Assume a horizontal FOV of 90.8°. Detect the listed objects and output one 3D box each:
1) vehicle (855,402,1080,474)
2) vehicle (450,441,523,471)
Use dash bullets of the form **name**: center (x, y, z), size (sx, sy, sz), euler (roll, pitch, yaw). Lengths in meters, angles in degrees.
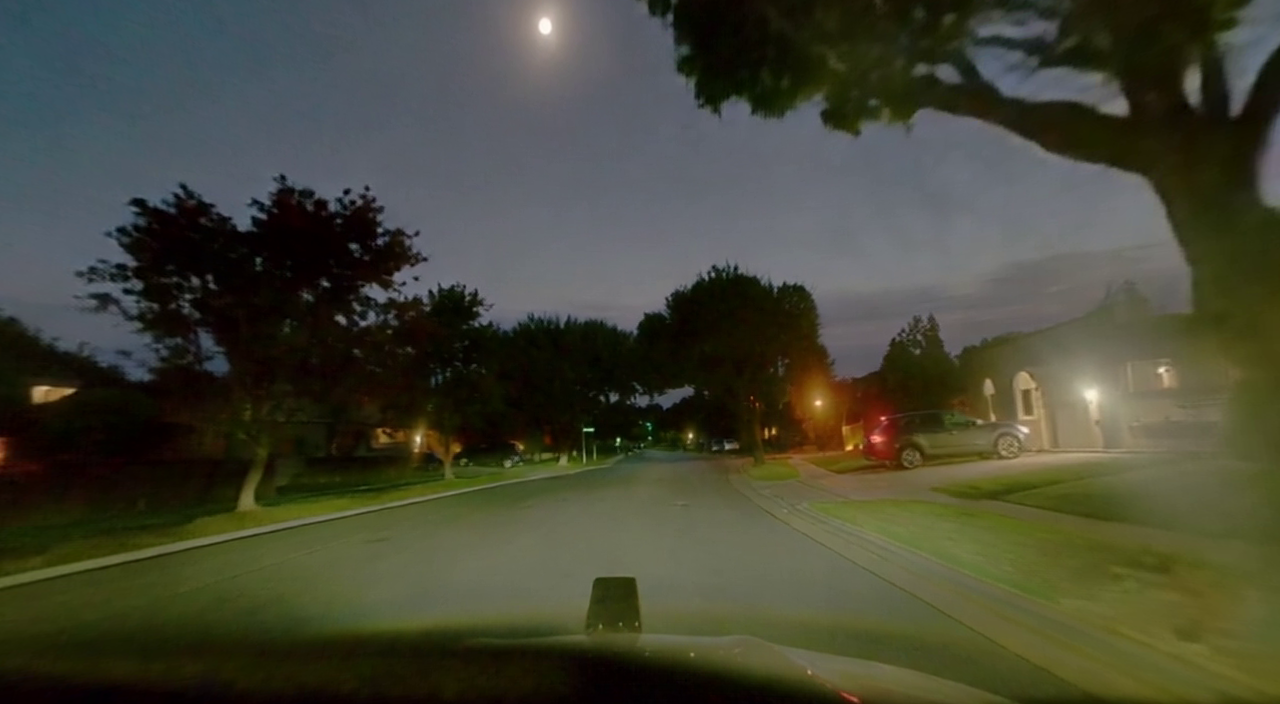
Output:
- **vehicle**: center (10.720, 2.906, 21.257), size (6.053, 2.240, 2.582), euler (-1, -9, 5)
- **vehicle**: center (-11.219, 7.664, 46.603), size (5.045, 1.835, 2.315), euler (-2, -9, -11)
